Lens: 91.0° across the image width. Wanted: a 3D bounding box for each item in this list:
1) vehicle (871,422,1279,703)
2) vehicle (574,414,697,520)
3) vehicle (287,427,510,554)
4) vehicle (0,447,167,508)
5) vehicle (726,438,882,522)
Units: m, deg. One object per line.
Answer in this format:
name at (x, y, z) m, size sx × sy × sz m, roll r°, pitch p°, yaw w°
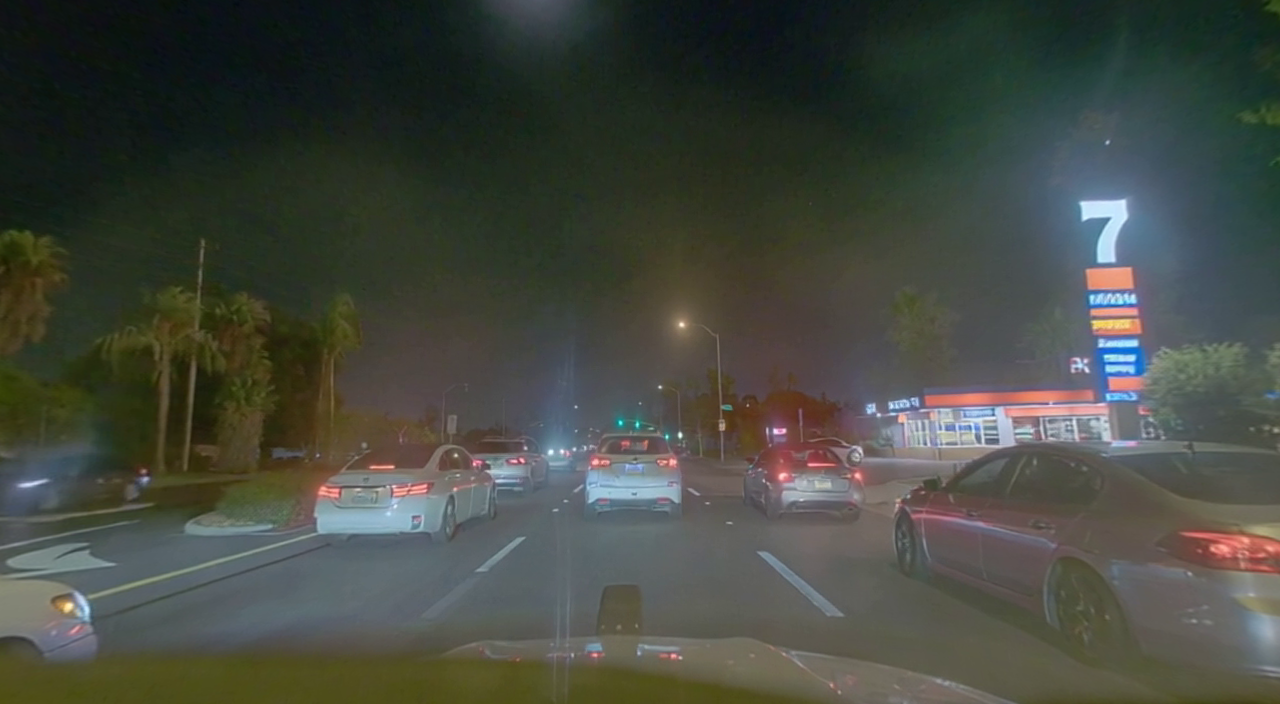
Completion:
vehicle at (3.585, 1.350, 4.878) m, size 1.867 × 1.448 × 4.436 m, roll 0°, pitch -8°, yaw 0°
vehicle at (-0.114, 2.346, 13.307) m, size 2.164 × 1.867 × 4.254 m, roll 0°, pitch -8°, yaw -1°
vehicle at (-3.328, 1.970, 9.708) m, size 1.864 × 1.505 × 4.202 m, roll 0°, pitch -8°, yaw -2°
vehicle at (-16.166, 3.480, 18.008) m, size 1.813 × 1.480 × 4.486 m, roll 0°, pitch -8°, yaw -1°
vehicle at (3.272, 2.631, 13.633) m, size 1.977 × 1.480 × 4.589 m, roll 0°, pitch -8°, yaw -2°
